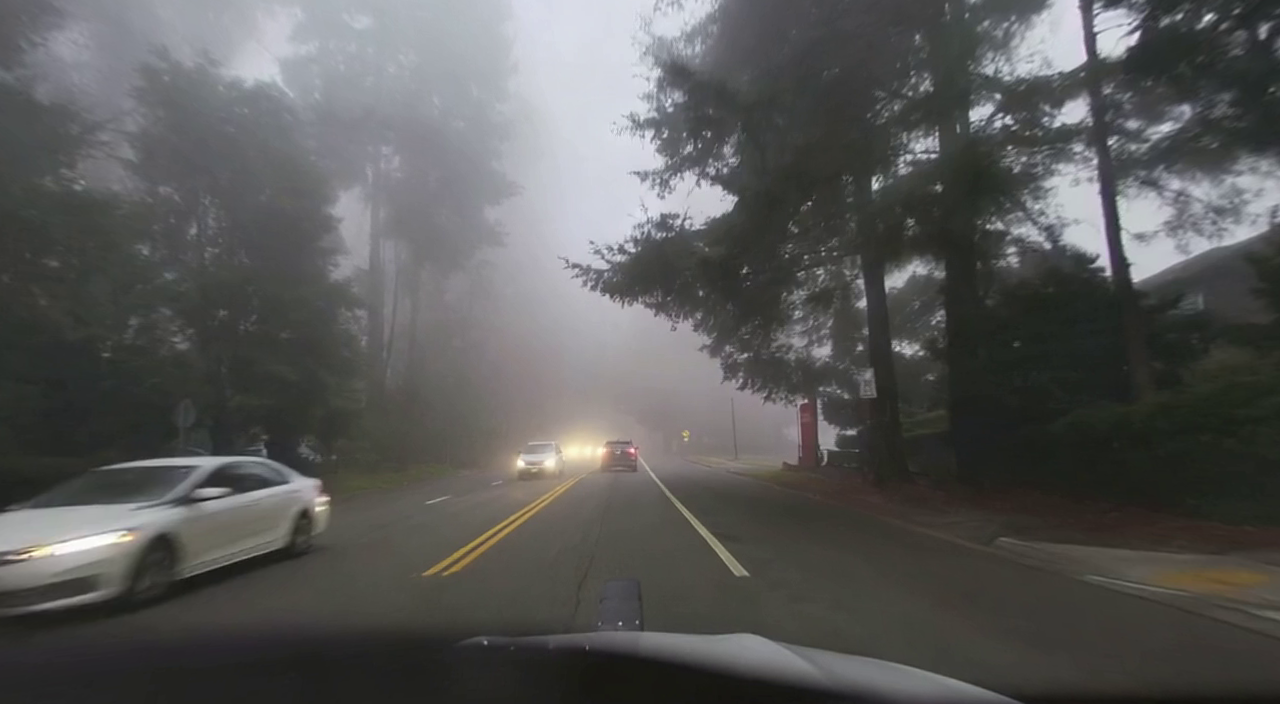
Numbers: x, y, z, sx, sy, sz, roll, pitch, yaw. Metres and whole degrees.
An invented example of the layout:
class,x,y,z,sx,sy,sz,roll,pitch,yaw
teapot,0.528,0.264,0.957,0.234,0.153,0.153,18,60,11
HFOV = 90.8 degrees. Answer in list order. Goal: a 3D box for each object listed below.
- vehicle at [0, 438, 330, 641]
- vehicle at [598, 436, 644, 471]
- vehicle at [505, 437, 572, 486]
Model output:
class,x,y,z,sx,sy,sz,roll,pitch,yaw
vehicle,-5.469,1.781,6.962,1.986,1.470,4.431,-3,-9,-2
vehicle,-1.075,6.046,37.688,2.554,1.902,5.329,0,-9,0
vehicle,-4.107,4.488,26.178,2.037,1.724,4.512,-2,-9,-1
